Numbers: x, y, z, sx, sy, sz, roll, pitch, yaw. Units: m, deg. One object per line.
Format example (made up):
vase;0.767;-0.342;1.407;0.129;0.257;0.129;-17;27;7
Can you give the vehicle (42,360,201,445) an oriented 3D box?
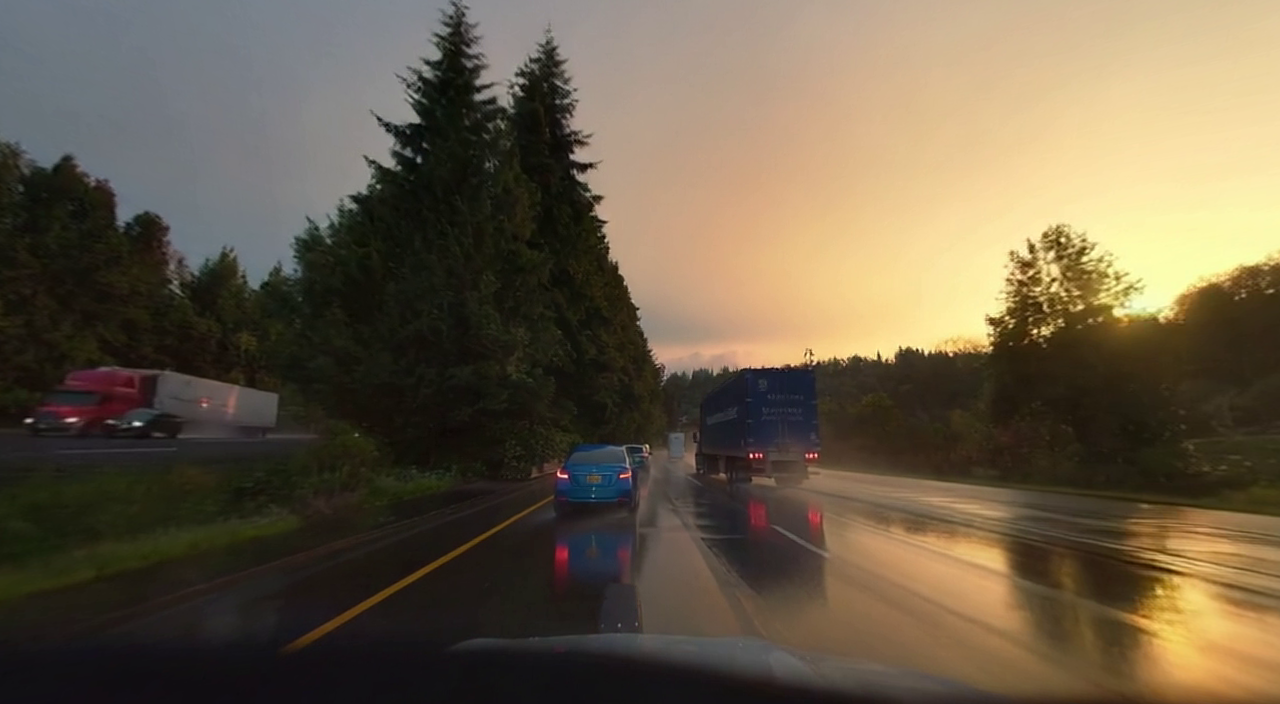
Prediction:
vehicle;-26.992;2.867;33.275;2.979;3.928;6.477;0;-9;-4

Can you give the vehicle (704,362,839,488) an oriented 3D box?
vehicle;4.935;3.402;27.300;2.825;4.043;14.051;0;-9;0

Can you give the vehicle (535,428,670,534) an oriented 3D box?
vehicle;-0.580;2.254;11.462;2.038;1.582;3.729;0;-9;-1

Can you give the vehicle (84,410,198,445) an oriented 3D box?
vehicle;-22.738;3.537;28.909;1.729;1.455;4.560;0;-9;-3
